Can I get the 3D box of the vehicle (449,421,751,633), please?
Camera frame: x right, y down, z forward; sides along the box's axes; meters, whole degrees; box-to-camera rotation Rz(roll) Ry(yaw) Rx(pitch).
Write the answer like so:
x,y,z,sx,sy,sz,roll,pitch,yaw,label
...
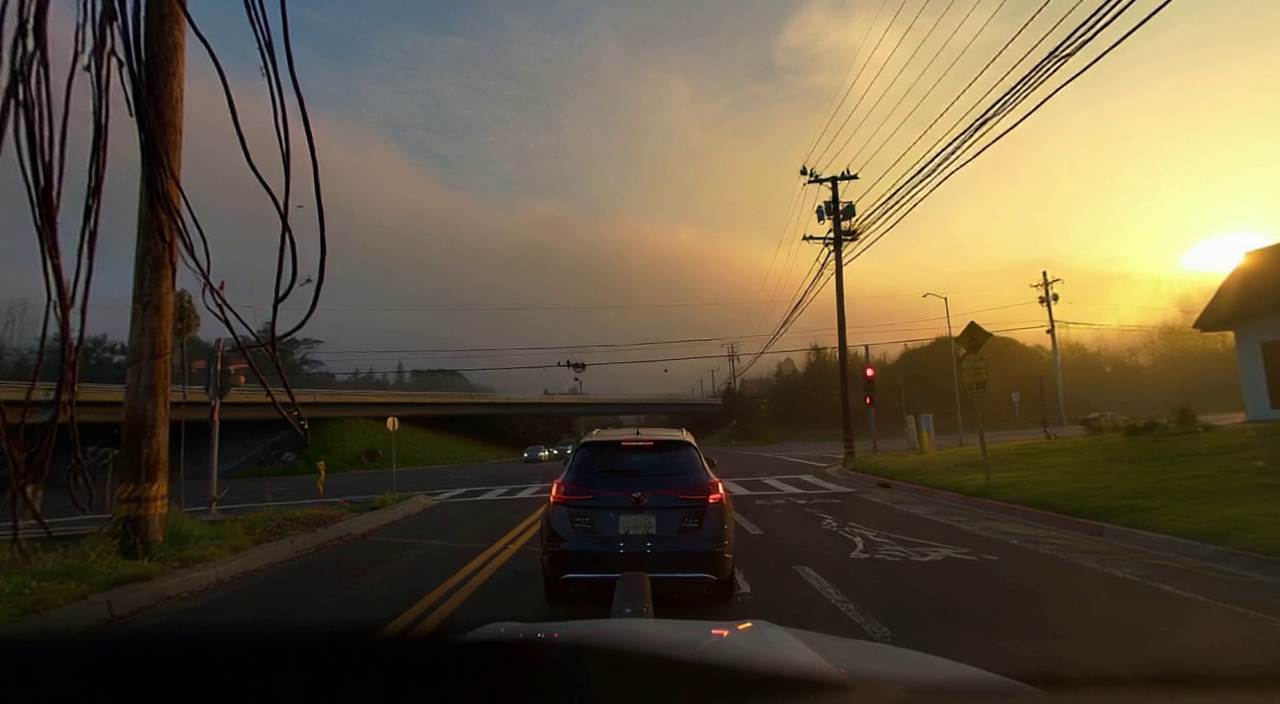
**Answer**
x,y,z,sx,sy,sz,roll,pitch,yaw,label
-0.241,1.526,6.463,2.090,1.458,4.033,-1,-9,1,vehicle
